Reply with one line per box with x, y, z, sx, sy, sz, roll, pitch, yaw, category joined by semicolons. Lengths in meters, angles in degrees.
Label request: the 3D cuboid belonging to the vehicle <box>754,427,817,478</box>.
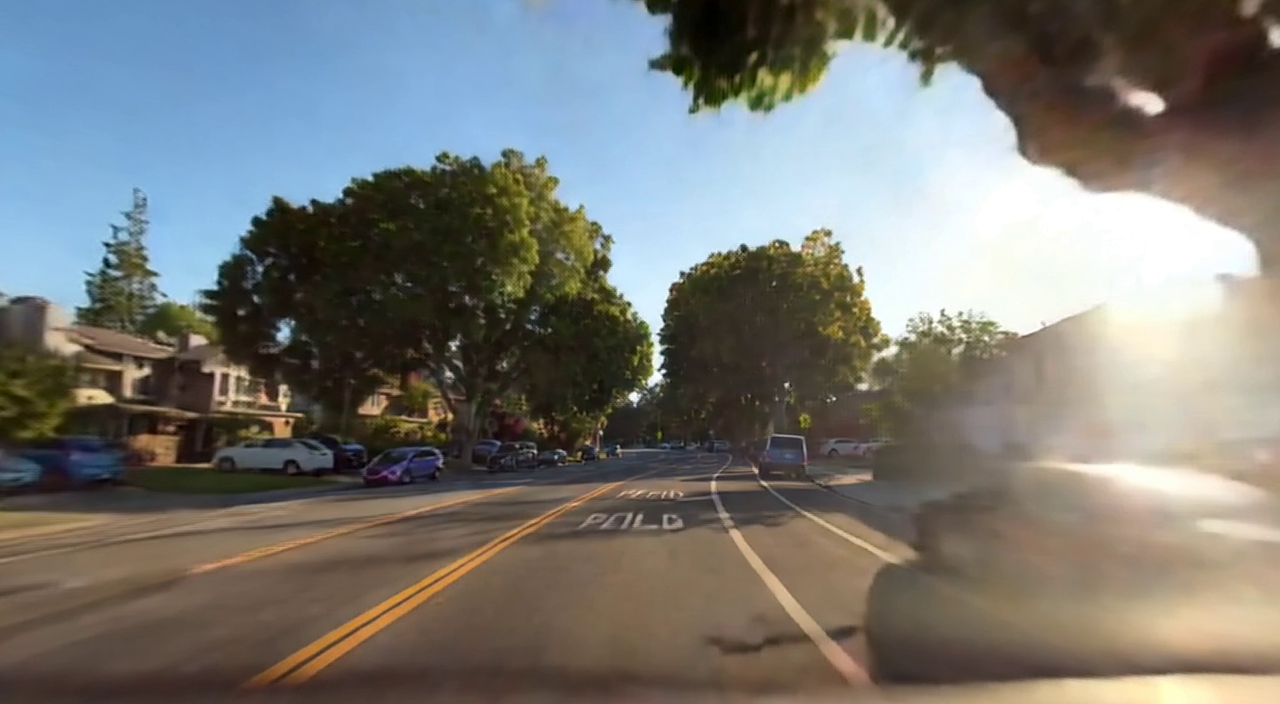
6.900;4.853;30.623;2.574;2.156;6.672;-2;-9;10;vehicle

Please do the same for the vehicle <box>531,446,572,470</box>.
-6.423;7.736;46.087;1.967;1.488;4.216;-6;-9;5;vehicle

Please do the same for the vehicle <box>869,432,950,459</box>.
18.215;6.326;42.812;4.637;1.661;2.158;-3;-8;13;vehicle

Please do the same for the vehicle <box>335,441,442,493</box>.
-9.962;4.557;25.409;2.105;1.776;4.657;-4;-9;5;vehicle

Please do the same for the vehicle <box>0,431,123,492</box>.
-19.609;3.431;20.099;4.662;1.684;1.997;1;-8;8;vehicle

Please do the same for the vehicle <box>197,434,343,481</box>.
-16.323;4.622;27.897;5.192;1.915;2.200;-1;-8;8;vehicle

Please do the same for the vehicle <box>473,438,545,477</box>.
-7.817;6.360;38.169;2.450;1.998;5.367;-5;-9;9;vehicle

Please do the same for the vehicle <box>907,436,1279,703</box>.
4.354;1.441;4.744;2.293;1.516;5.391;1;-8;-1;vehicle
